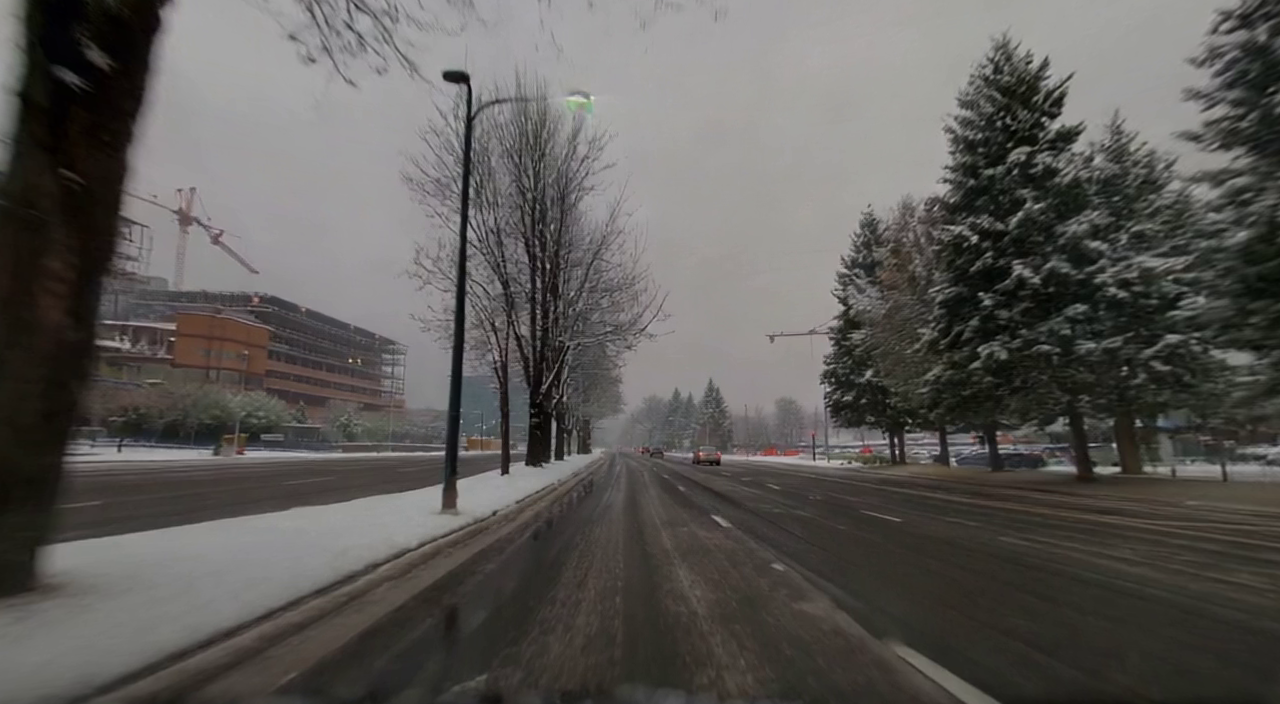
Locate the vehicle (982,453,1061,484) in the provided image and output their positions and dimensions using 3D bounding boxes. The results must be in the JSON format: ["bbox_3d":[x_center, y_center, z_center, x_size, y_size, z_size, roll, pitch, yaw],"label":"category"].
[{"bbox_3d":[26.845,8.182,44.691,2.394,1.893,4.807,2,-8,-3],"label":"vehicle"}]
